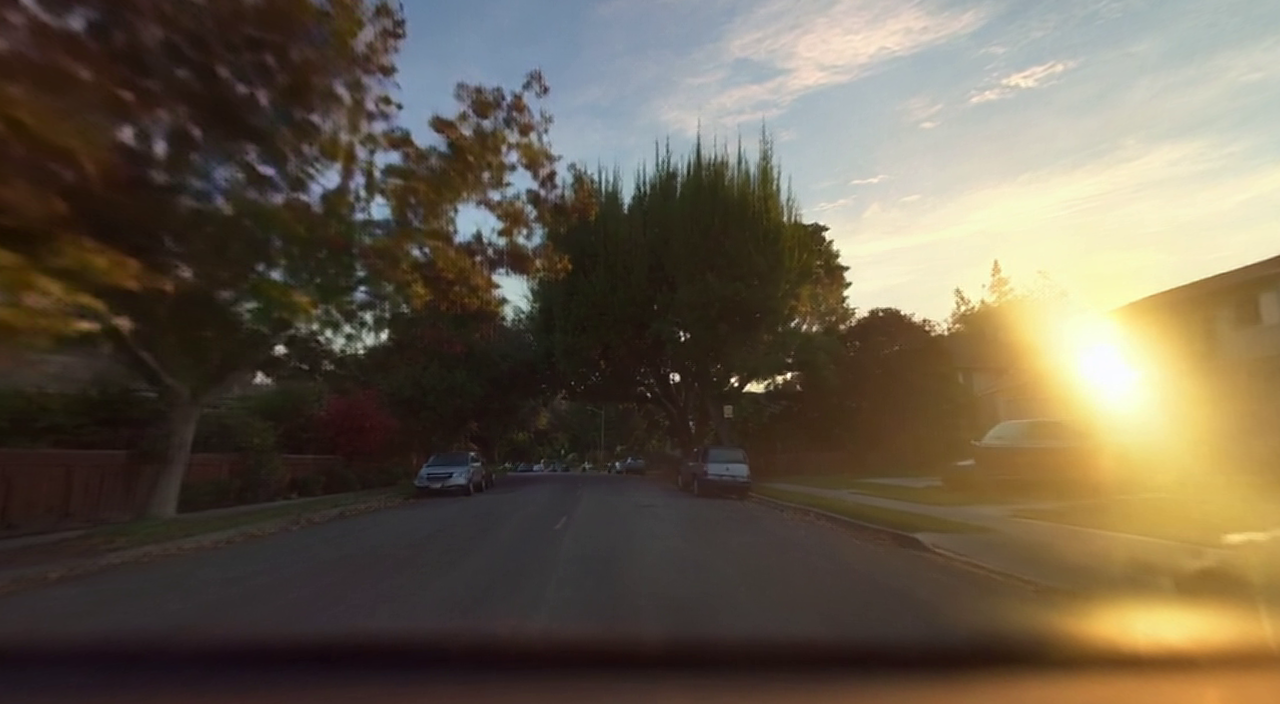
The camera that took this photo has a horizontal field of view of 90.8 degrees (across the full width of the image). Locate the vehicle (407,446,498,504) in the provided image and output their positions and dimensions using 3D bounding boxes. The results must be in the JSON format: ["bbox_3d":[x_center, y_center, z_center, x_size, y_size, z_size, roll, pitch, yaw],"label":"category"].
[{"bbox_3d":[-6.333,4.132,21.843,2.051,1.575,4.581,-2,-7,-4],"label":"vehicle"}]

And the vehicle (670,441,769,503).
[{"bbox_3d":[2.431,3.813,20.538,2.163,1.742,4.239,0,-9,-7],"label":"vehicle"}]

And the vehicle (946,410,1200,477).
[{"bbox_3d":[10.984,2.403,16.454,4.973,1.579,1.934,-2,-9,11],"label":"vehicle"}]

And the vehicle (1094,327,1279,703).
[{"bbox_3d":[3.367,0.556,0.767,1.990,1.753,4.783,0,-8,-1],"label":"vehicle"}]
